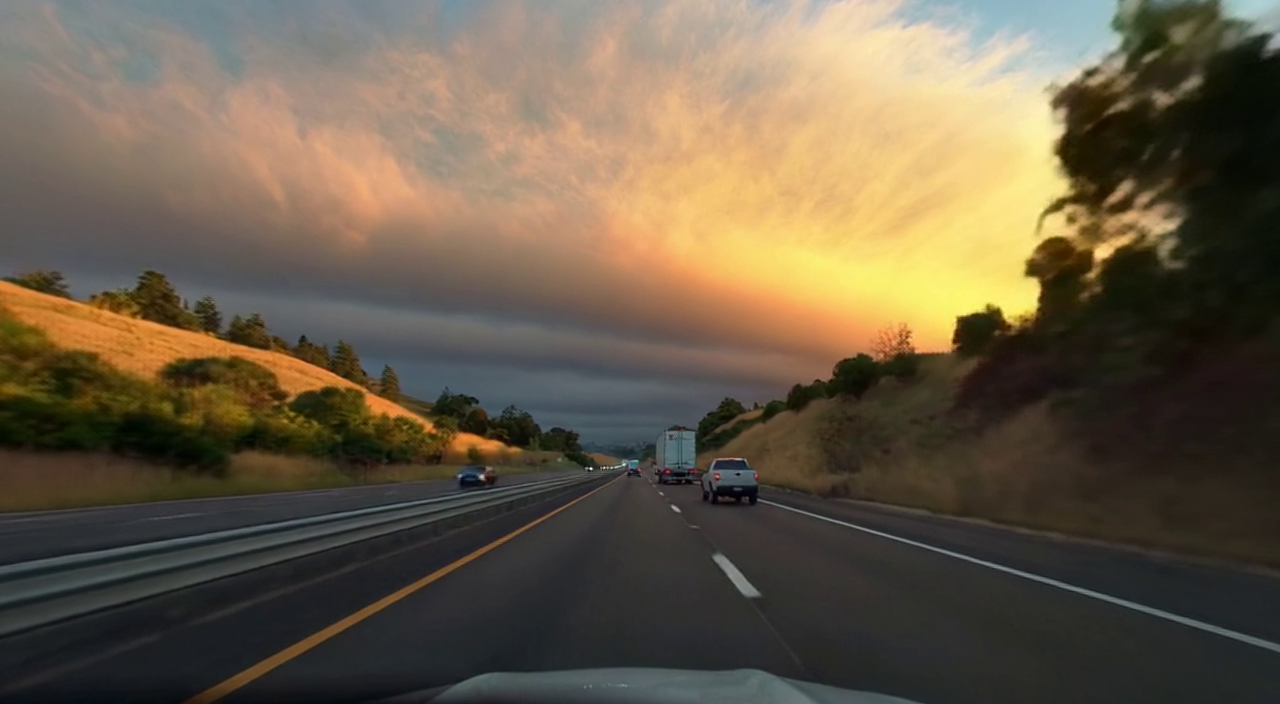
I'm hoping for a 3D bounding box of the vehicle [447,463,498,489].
[{"bbox_3d":[-10.333,7.685,39.088,2.015,1.457,3.979,1,-10,0],"label":"vehicle"}]

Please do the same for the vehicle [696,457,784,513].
[{"bbox_3d":[3.248,4.460,21.435,2.124,1.662,4.641,1,-10,-1],"label":"vehicle"}]
